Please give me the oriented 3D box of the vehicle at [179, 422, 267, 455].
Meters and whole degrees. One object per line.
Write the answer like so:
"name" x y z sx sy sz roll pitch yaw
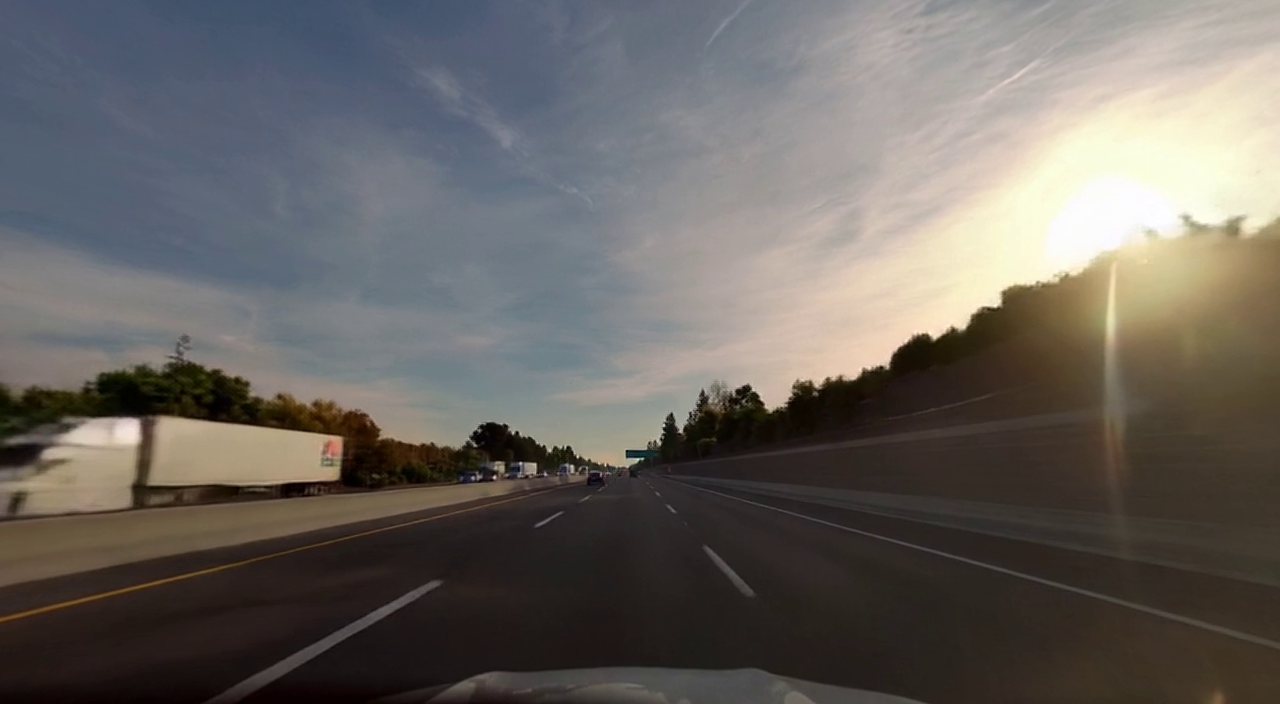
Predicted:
"vehicle" -21.467 4.547 32.672 1.736 1.491 4.120 -1 -11 0

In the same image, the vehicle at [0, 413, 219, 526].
"vehicle" -21.404 4.762 25.723 2.975 3.858 7.495 1 -11 0

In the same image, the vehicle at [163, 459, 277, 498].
"vehicle" -21.421 6.471 32.503 2.123 1.807 5.559 1 -10 -1
